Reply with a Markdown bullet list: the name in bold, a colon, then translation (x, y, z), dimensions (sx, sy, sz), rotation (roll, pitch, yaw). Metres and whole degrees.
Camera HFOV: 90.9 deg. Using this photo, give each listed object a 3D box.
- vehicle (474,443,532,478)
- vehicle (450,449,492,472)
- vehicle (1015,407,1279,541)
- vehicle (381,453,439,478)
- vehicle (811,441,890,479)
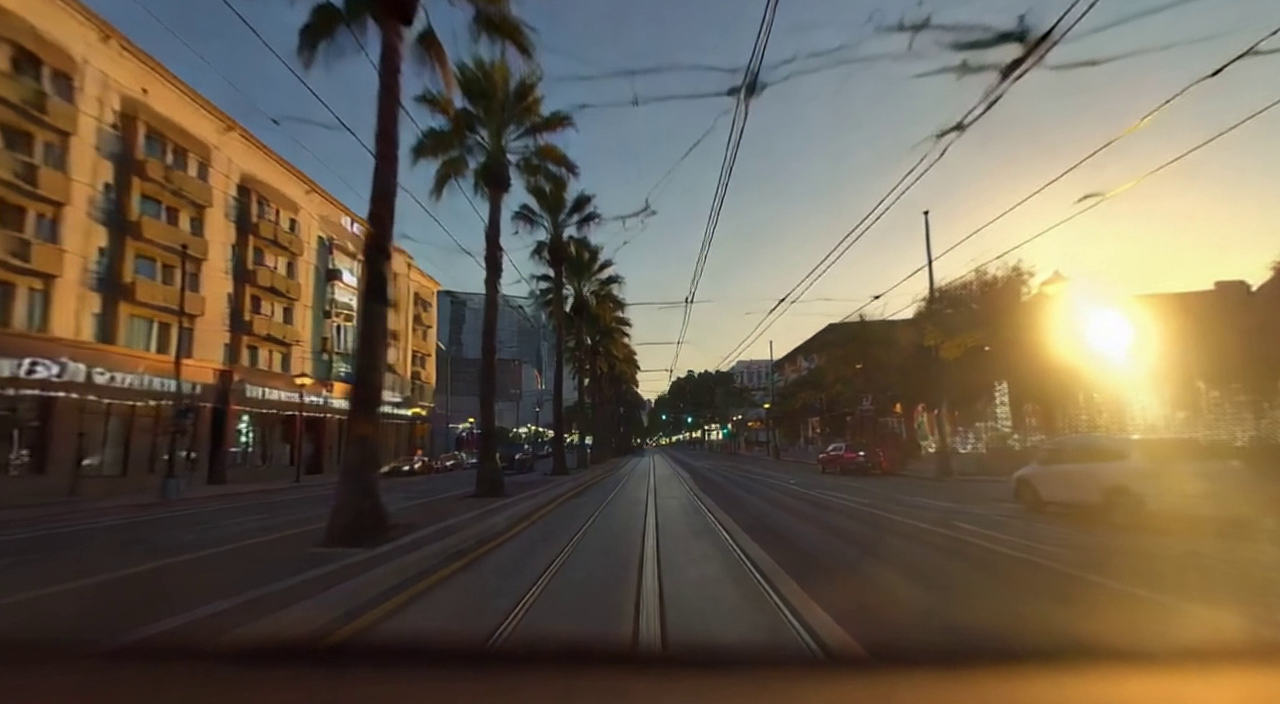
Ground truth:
- **vehicle**: translation (-6.970, 5.551, 32.562), dimensions (1.971, 1.657, 4.623), rotation (-1, -8, 0)
- **vehicle**: translation (-12.338, 7.911, 46.135), dimensions (1.887, 1.513, 4.131), rotation (-1, -9, 1)
- **vehicle**: translation (8.723, 2.007, 10.905), dimensions (1.900, 1.846, 4.002), rotation (-1, -9, -1)
- **vehicle**: translation (-15.294, 7.516, 42.131), dimensions (1.993, 1.464, 4.740), rotation (-1, -9, 1)
- **vehicle**: translation (9.128, 4.704, 27.691), dimensions (1.822, 1.494, 4.385), rotation (-1, -9, -2)
